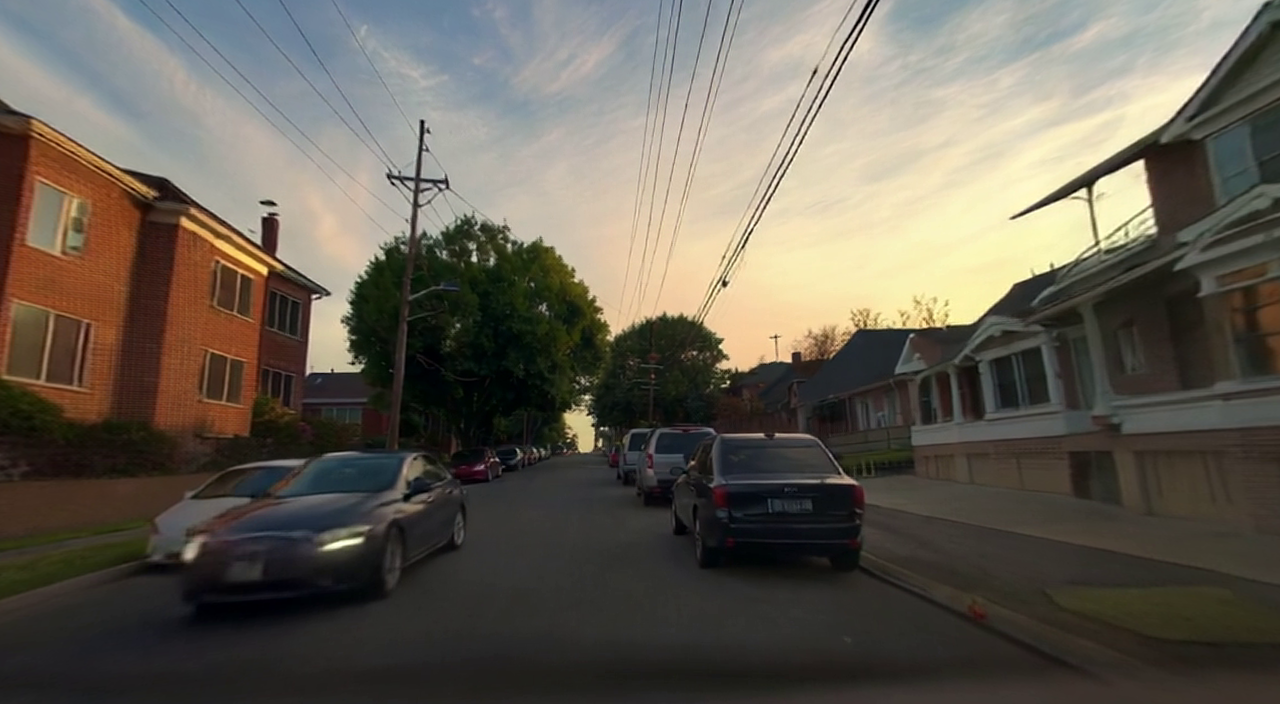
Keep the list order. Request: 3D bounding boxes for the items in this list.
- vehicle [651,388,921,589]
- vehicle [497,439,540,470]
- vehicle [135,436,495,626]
[{"bbox_3d":[1.414,1.600,8.253,2.032,1.839,4.597,0,-8,-5],"label":"vehicle"},{"bbox_3d":[-8.186,6.924,42.953,2.280,1.953,5.092,0,-8,-4],"label":"vehicle"},{"bbox_3d":[-3.261,1.851,7.765,2.060,1.525,4.876,0,-8,-3],"label":"vehicle"}]
